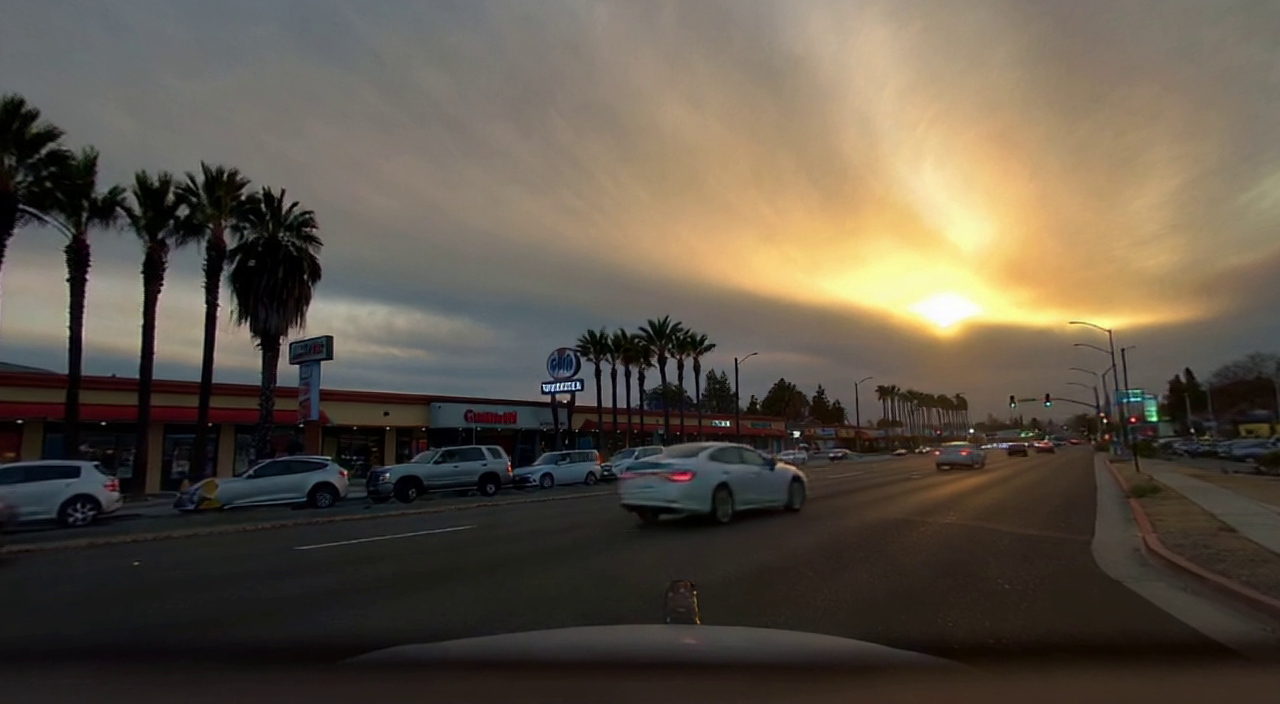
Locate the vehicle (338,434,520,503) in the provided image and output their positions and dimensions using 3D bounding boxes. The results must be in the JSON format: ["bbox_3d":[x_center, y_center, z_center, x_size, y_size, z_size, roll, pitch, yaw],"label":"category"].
[{"bbox_3d":[-6.152,3.590,19.006,1.989,1.792,4.884,-9,-15,36],"label":"vehicle"}]

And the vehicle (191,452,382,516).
[{"bbox_3d":[-10.564,3.887,19.151,1.900,1.615,4.573,-6,-11,37],"label":"vehicle"}]

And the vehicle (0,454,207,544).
[{"bbox_3d":[-11.431,2.739,12.024,1.854,1.482,4.756,-6,-11,37],"label":"vehicle"}]

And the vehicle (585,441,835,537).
[{"bbox_3d":[1.533,2.487,12.235,4.918,1.461,2.139,8,-12,-43],"label":"vehicle"}]

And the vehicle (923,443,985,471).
[{"bbox_3d":[18.702,6.165,37.318,2.232,1.513,5.090,-6,-11,37],"label":"vehicle"}]
